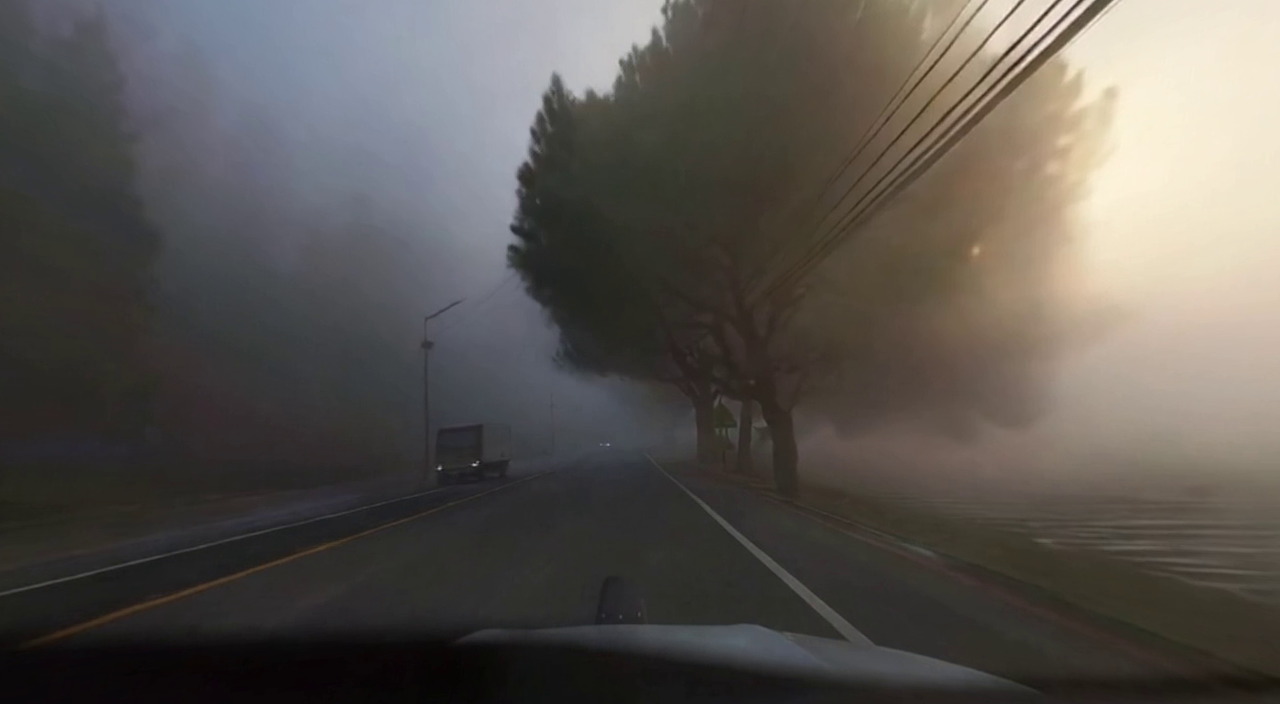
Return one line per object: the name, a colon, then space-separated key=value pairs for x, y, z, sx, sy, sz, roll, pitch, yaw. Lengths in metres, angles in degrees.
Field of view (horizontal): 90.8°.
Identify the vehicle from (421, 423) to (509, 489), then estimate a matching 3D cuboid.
vehicle: x=-8.113 y=4.797 z=29.988 sx=2.351 sy=2.696 sz=6.106 roll=-2 pitch=-7 yaw=1
